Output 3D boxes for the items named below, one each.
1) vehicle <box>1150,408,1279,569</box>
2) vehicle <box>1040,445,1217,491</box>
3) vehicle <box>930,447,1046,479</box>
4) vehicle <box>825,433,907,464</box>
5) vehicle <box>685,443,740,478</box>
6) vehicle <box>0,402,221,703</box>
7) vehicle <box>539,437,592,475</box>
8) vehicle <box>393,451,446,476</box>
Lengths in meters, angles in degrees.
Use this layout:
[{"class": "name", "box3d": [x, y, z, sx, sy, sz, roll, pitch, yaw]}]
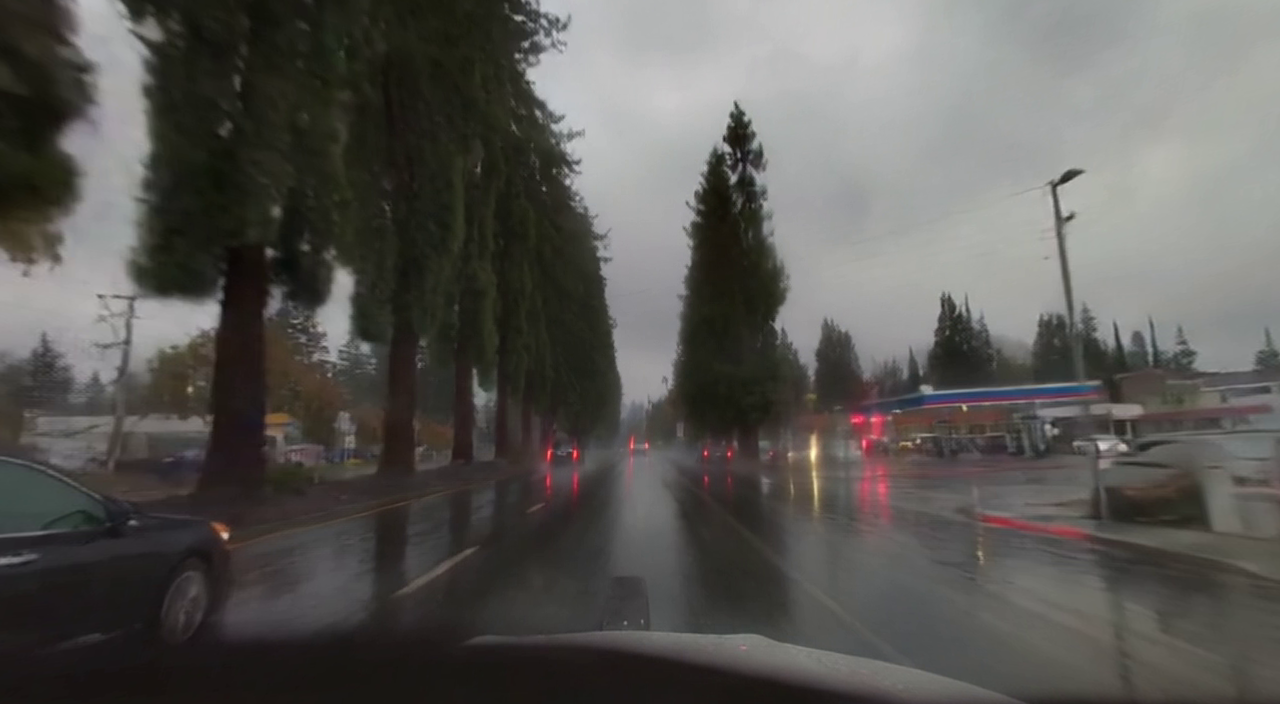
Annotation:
[{"class": "vehicle", "box3d": [9.305, 1.631, 7.739, 4.526, 1.768, 2.056, 1, -9, -8]}, {"class": "vehicle", "box3d": [16.749, 3.982, 21.739, 4.624, 1.460, 1.901, 1, -9, -4]}, {"class": "vehicle", "box3d": [16.818, 5.328, 30.525, 4.717, 1.461, 1.874, 2, -9, -11]}, {"class": "vehicle", "box3d": [14.118, 6.081, 39.744, 2.097, 1.779, 4.720, 4, -9, -24]}, {"class": "vehicle", "box3d": [3.309, 5.055, 29.652, 2.010, 1.486, 4.498, 0, -9, -1]}, {"class": "vehicle", "box3d": [-3.924, 0.831, 1.760, 1.988, 1.530, 5.155, 0, -9, 0]}, {"class": "vehicle", "box3d": [-3.645, 5.204, 31.647, 2.051, 1.747, 4.370, 0, -9, 1]}, {"class": "vehicle", "box3d": [-14.717, 7.437, 42.293, 1.977, 1.491, 4.496, 1, -8, -1]}]
